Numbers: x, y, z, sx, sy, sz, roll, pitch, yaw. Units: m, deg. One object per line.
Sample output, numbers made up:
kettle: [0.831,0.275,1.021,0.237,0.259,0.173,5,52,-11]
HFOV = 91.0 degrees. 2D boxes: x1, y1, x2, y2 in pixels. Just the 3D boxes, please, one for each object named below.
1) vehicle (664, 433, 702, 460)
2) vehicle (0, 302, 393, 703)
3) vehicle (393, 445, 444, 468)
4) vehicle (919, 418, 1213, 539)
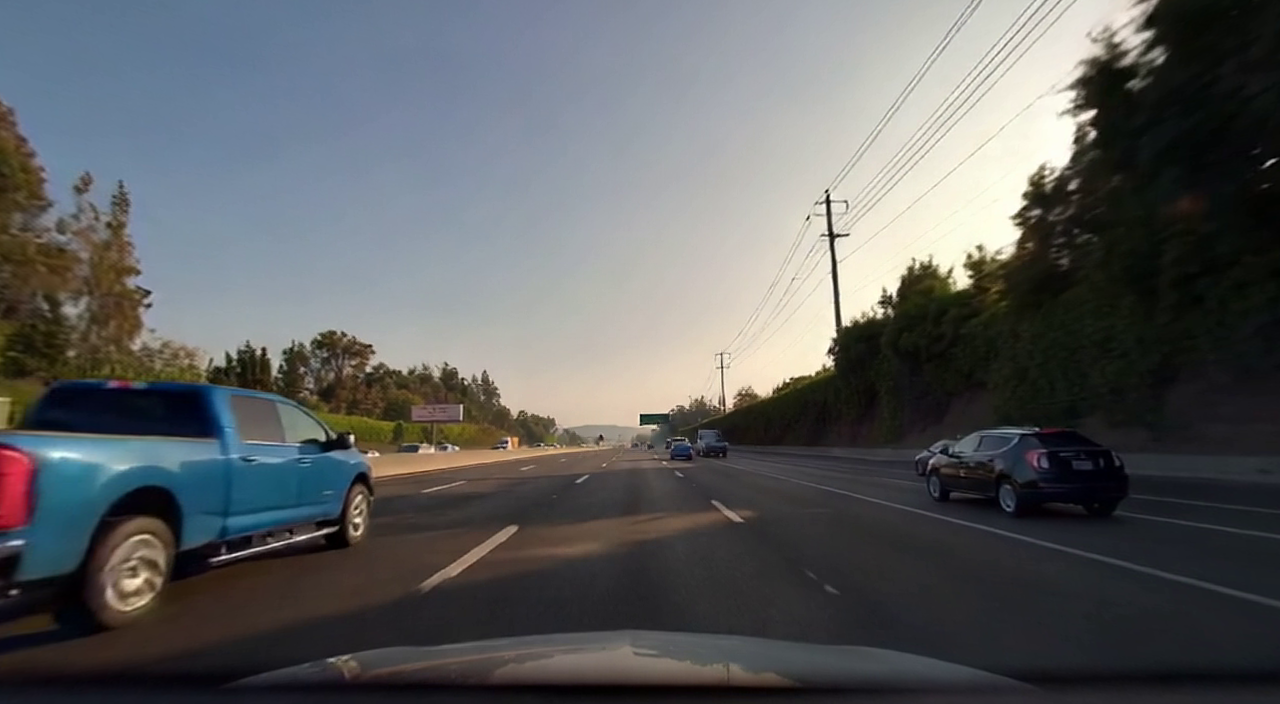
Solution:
vehicle: [3.329,7.458,49.616,2.484,2.024,5.265,0,-8,-1]
vehicle: [-4.485,1.033,4.976,2.508,2.023,6.176,0,-8,0]
vehicle: [-14.790,6.960,42.229,1.857,1.461,4.195,0,-8,1]
vehicle: [6.872,2.067,10.935,1.976,1.646,4.370,0,-8,-1]
